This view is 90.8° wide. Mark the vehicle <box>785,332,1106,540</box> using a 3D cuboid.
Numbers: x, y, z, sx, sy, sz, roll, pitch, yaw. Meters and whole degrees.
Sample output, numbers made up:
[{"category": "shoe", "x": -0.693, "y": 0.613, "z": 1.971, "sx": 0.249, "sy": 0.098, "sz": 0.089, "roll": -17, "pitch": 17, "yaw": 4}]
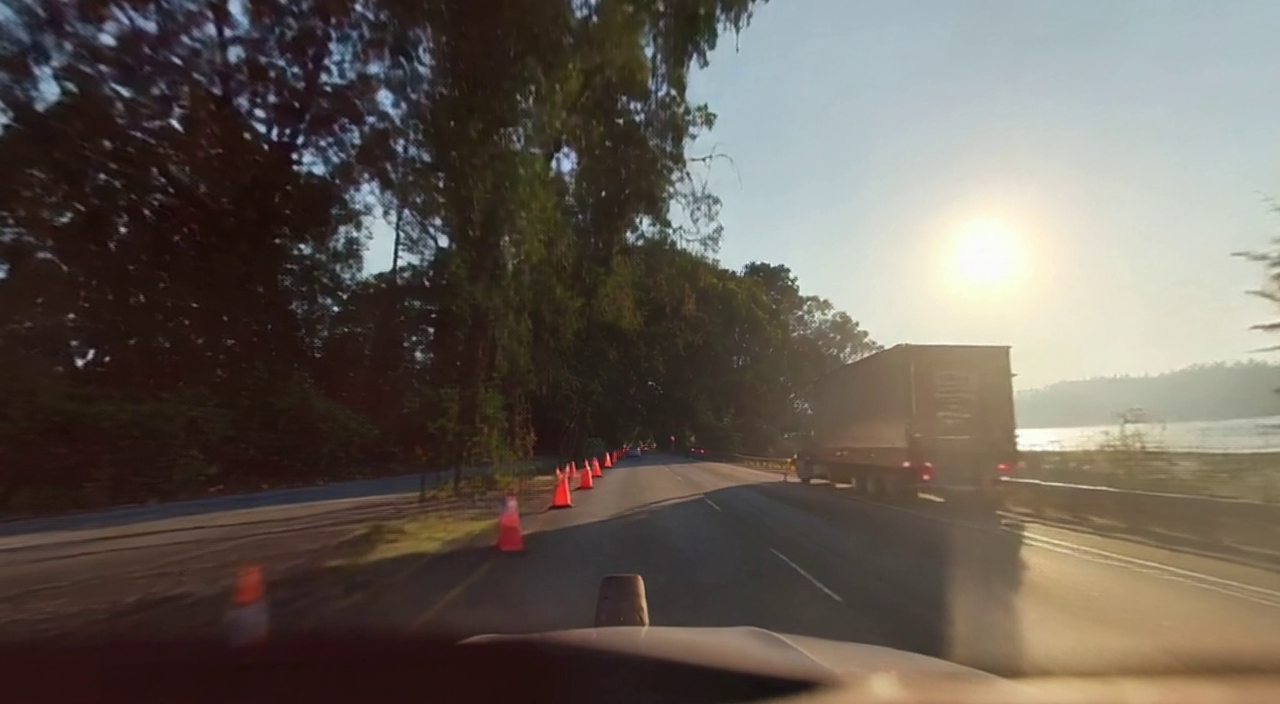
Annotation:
[{"category": "vehicle", "x": 6.272, "y": 2.157, "z": 15.997, "sx": 2.664, "sy": 3.418, "sz": 11.107, "roll": 0, "pitch": -8, "yaw": 0}]
